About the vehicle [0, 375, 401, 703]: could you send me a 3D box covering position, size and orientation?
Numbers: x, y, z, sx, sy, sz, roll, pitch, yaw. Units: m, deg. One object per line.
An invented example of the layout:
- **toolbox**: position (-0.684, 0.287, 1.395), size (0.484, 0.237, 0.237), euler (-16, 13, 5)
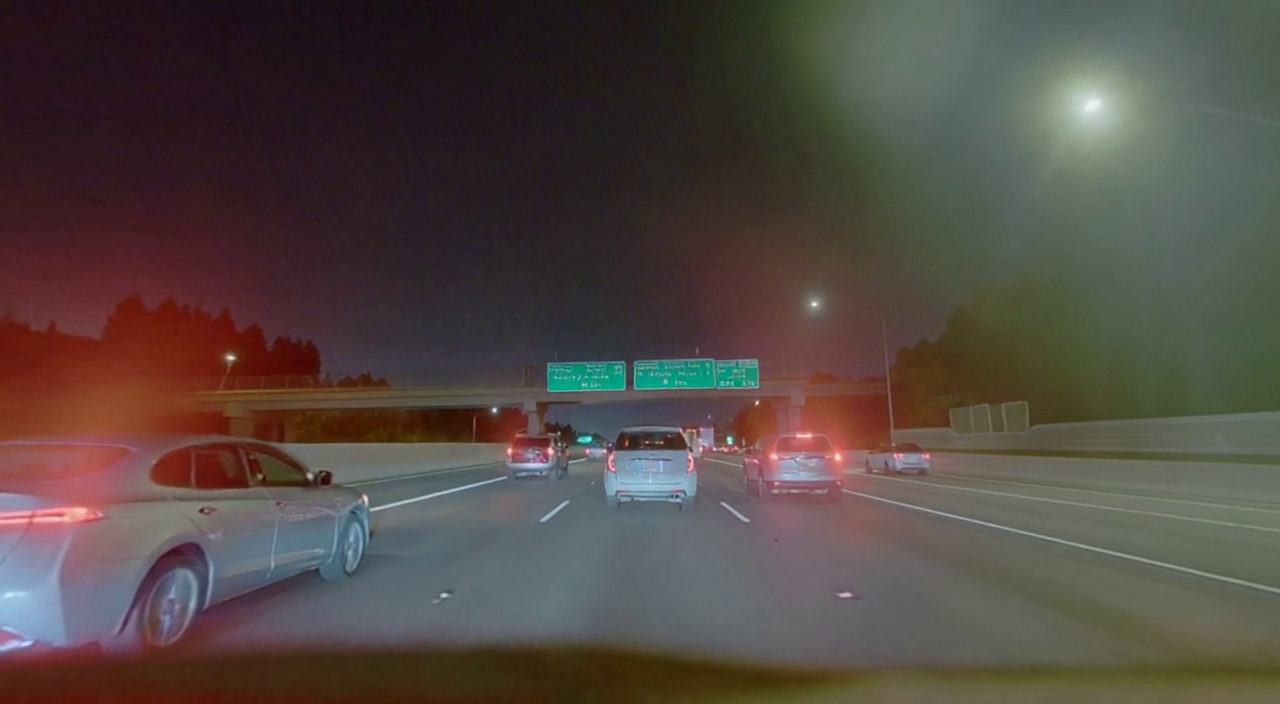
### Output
- **vehicle**: position (-3.636, 1.149, 4.348), size (2.014, 1.579, 4.761), euler (0, -9, 1)

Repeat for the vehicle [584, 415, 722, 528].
- **vehicle**: position (0.233, 2.207, 12.142), size (2.181, 1.756, 4.167), euler (0, -9, 1)

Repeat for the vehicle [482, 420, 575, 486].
- **vehicle**: position (-3.924, 3.721, 23.444), size (2.212, 2.101, 6.052), euler (0, -9, 1)

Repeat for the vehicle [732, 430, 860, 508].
- **vehicle**: position (3.654, 2.844, 15.757), size (2.022, 1.633, 4.651), euler (0, -9, 0)

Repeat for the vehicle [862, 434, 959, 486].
- **vehicle**: position (10.250, 4.102, 24.237), size (1.977, 1.795, 4.208), euler (0, -9, 3)
